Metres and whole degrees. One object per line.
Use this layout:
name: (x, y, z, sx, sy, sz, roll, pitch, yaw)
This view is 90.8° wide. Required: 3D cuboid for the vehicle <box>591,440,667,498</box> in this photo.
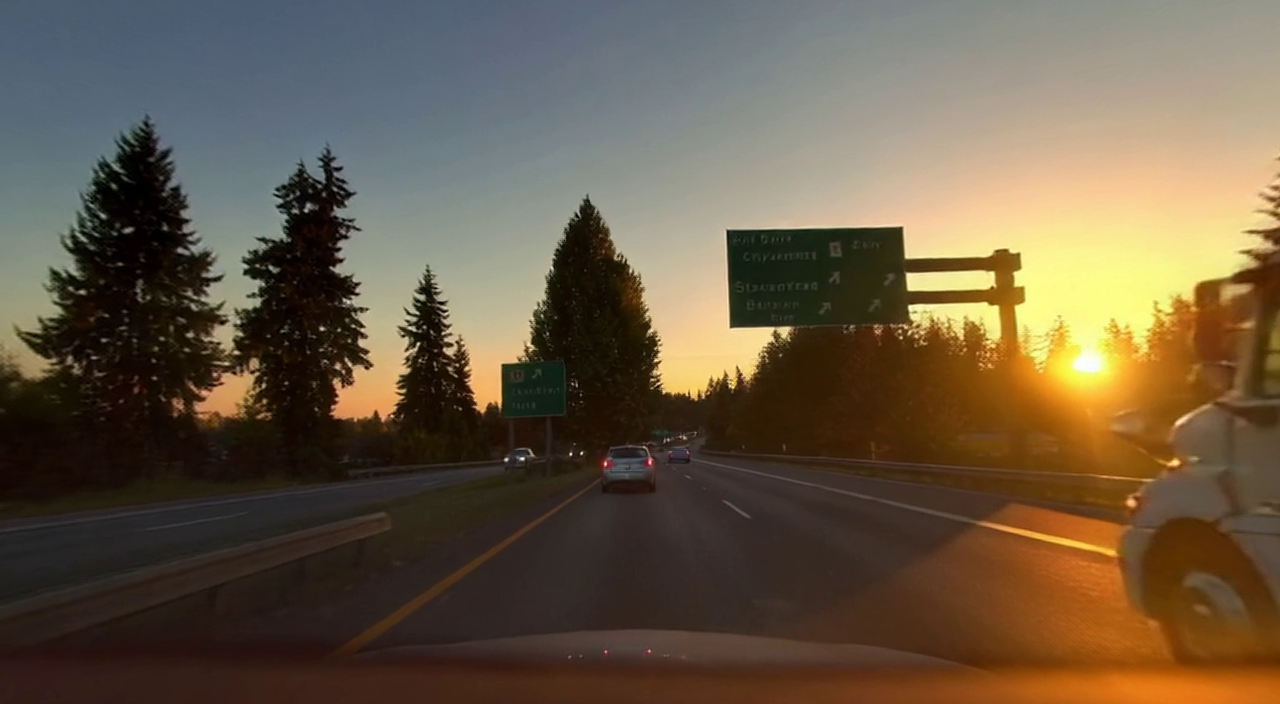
vehicle: (-0.311, 3.377, 18.521, 2.003, 1.490, 3.636, 0, -9, 0)
